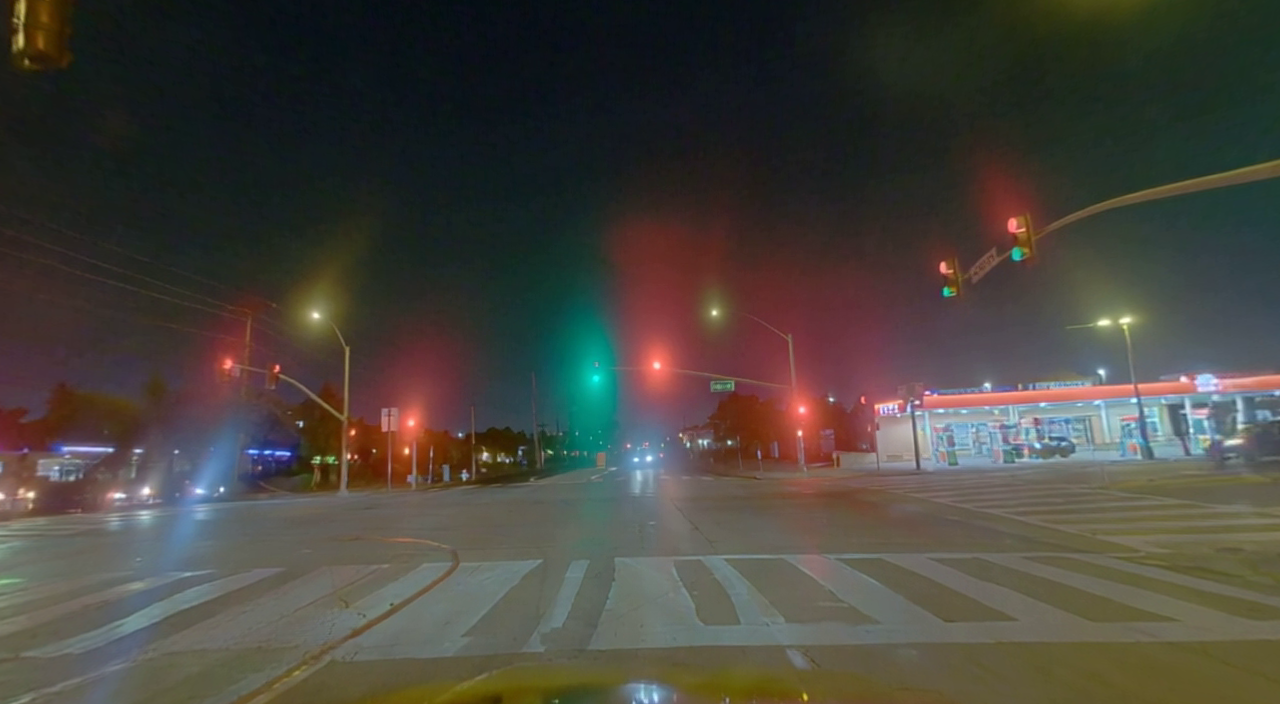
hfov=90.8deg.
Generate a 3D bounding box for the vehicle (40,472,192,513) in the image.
[{"bbox_3d":[-21.180,5.673,25.660,4.676,1.463,1.909,-1,-8,6],"label":"vehicle"}]

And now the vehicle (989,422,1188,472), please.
[{"bbox_3d":[14.360,3.098,20.620,4.835,1.487,1.913,-3,-9,20],"label":"vehicle"}]

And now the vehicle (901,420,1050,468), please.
[{"bbox_3d":[13.030,3.652,24.944,4.916,1.730,1.986,-4,-9,21],"label":"vehicle"}]

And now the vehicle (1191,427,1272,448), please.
[{"bbox_3d":[42.053,6.067,44.904,4.347,1.446,1.777,1,-9,-9],"label":"vehicle"}]
